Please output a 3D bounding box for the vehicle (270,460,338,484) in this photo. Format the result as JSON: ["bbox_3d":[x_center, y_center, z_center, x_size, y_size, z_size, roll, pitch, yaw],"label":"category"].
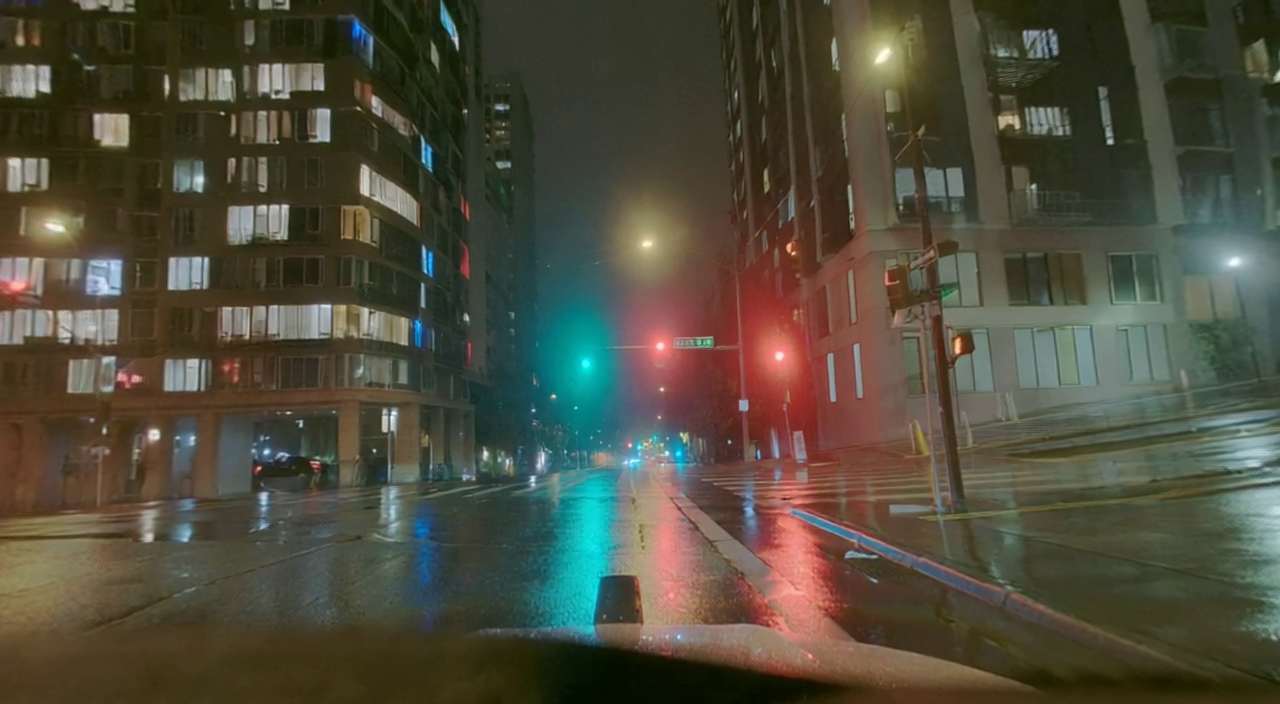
[{"bbox_3d":[-24.653,8.806,46.281,3.882,1.600,1.768,0,-9,1],"label":"vehicle"}]
